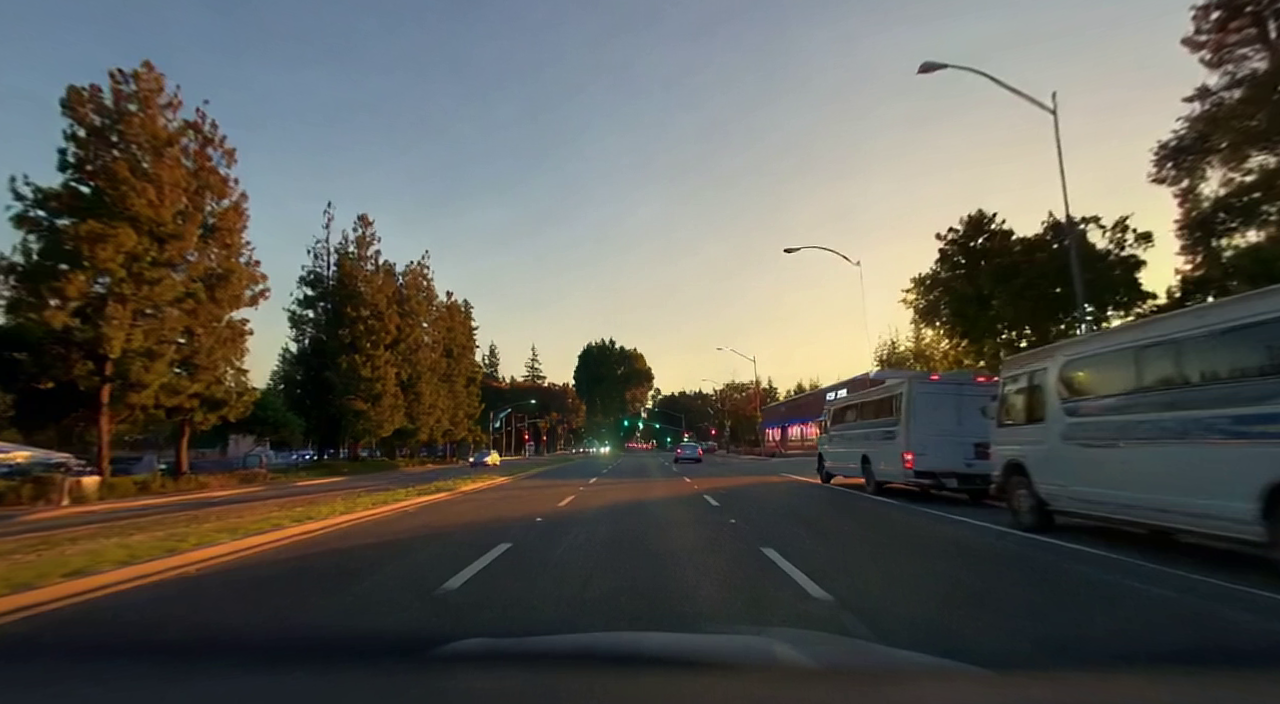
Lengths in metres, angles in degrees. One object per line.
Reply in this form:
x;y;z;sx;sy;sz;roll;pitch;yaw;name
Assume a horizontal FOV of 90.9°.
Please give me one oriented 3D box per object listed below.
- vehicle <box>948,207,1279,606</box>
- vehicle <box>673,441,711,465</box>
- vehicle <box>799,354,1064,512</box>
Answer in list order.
6.777;0.608;6.352;2.974;3.265;8.394;0;-8;0;vehicle
3.250;6.415;40.220;2.057;1.470;4.454;0;-8;0;vehicle
6.882;2.226;16.881;3.013;3.152;8.476;0;-8;0;vehicle
